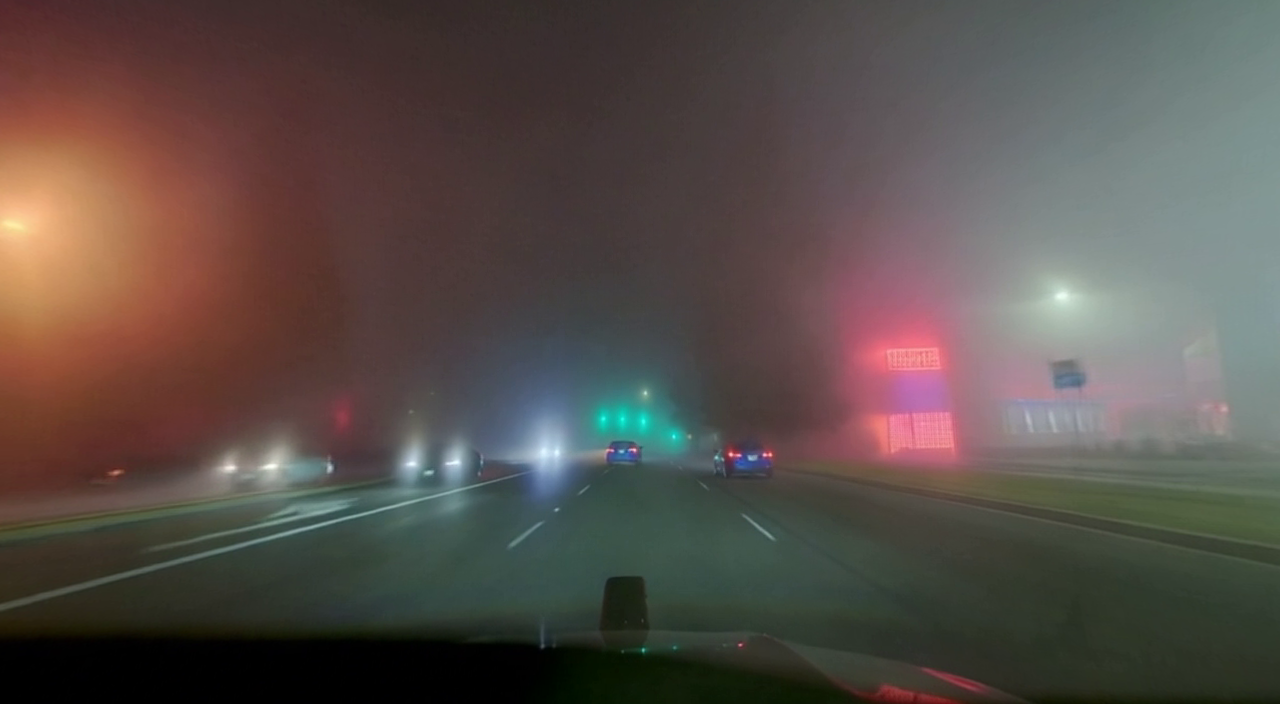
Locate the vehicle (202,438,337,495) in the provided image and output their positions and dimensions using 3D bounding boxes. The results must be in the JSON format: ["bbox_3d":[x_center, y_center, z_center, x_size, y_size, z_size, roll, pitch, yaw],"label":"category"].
[{"bbox_3d":[-12.069,3.719,20.922,1.944,1.662,4.160,0,-8,0],"label":"vehicle"}]

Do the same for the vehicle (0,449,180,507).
[{"bbox_3d":[-16.190,3.632,18.676,1.841,1.479,4.286,0,-8,1],"label":"vehicle"}]

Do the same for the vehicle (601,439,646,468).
[{"bbox_3d":[-0.825,5.512,34.441,2.001,1.504,4.212,-1,-8,4],"label":"vehicle"}]

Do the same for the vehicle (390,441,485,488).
[{"bbox_3d":[-6.810,3.798,21.709,1.993,1.444,3.965,0,-8,-1],"label":"vehicle"}]

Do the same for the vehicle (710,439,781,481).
[{"bbox_3d":[4.043,4.214,24.935,1.977,1.474,4.399,0,-8,-1],"label":"vehicle"}]
